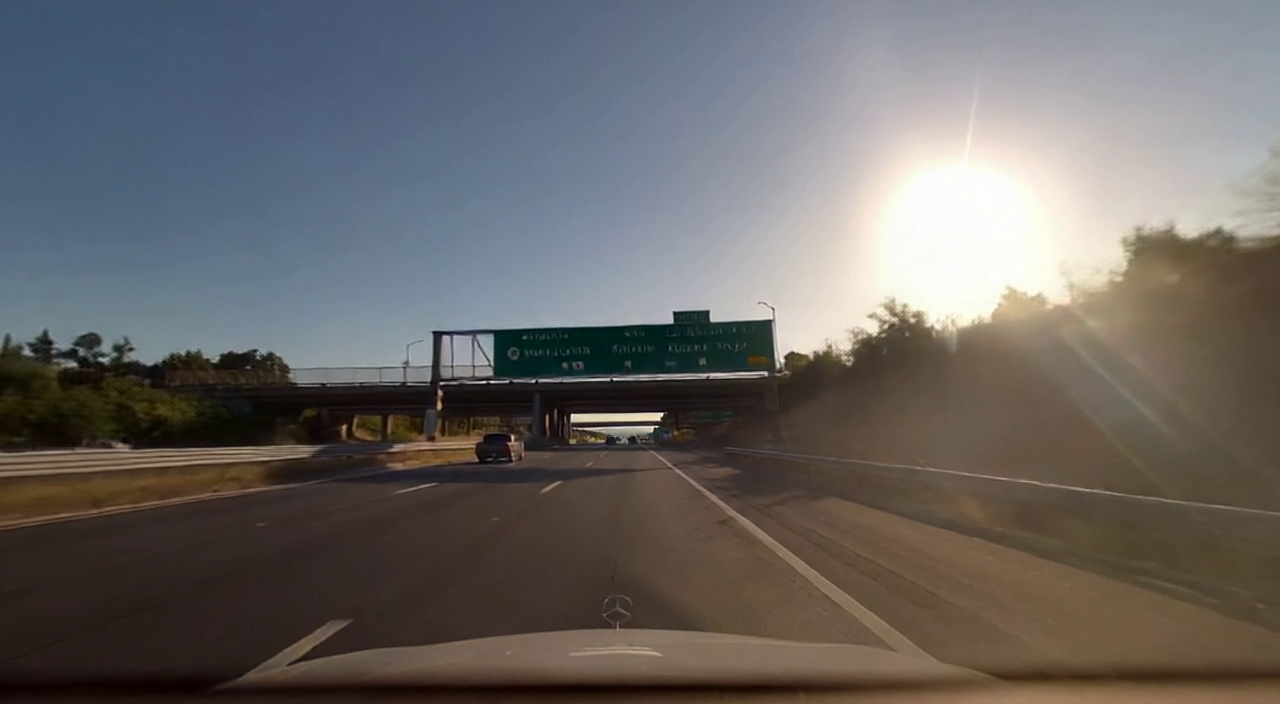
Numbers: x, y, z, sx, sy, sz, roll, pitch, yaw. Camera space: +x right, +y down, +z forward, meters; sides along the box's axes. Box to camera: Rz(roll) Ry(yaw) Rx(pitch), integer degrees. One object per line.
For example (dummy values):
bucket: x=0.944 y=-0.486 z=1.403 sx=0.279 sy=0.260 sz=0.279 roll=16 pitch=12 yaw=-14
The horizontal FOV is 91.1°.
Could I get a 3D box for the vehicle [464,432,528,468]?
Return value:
vehicle: x=-7.004 y=4.806 z=31.099 sx=2.111 sy=1.662 sz=4.630 roll=0 pitch=-8 yaw=0
